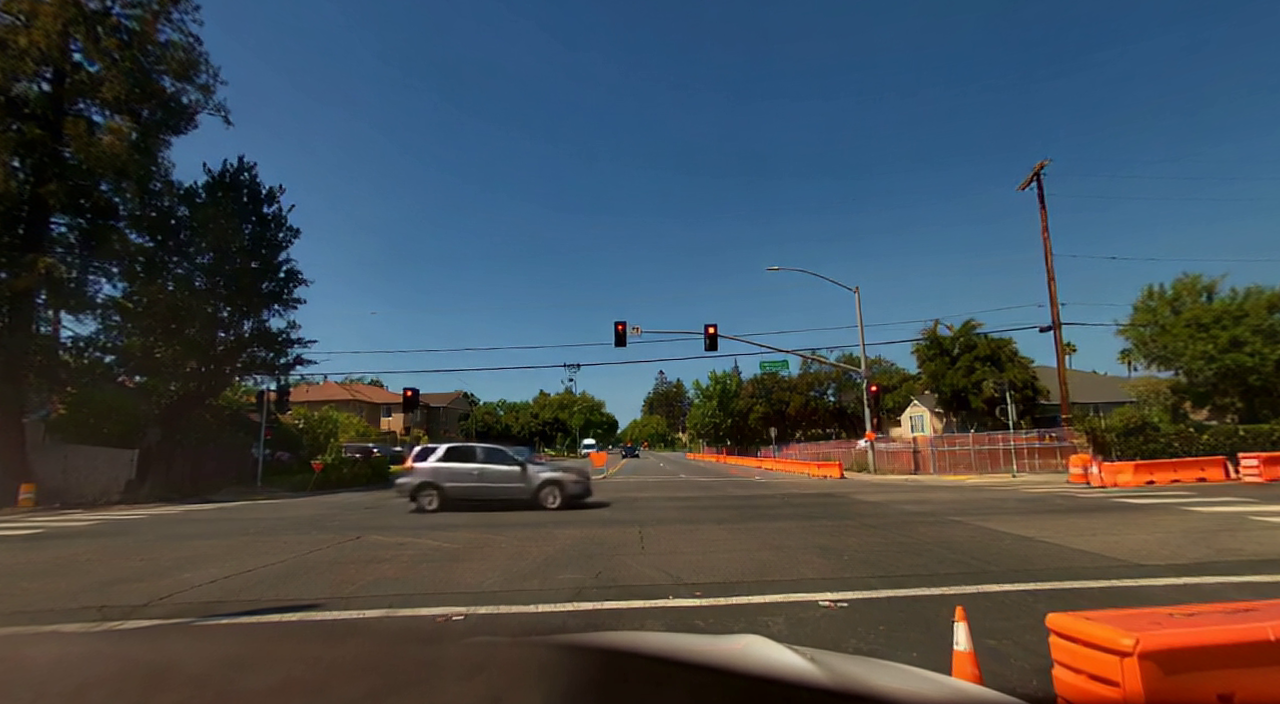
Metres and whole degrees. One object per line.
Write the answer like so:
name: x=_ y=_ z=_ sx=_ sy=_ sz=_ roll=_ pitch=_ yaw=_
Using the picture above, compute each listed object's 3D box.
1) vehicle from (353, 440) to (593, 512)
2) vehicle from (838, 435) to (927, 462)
vehicle: x=-3.575 y=2.758 z=14.325 sx=4.860 sy=1.483 sz=2.077 roll=0 pitch=-8 yaw=0
vehicle: x=15.394 y=6.179 z=40.323 sx=4.892 sy=1.656 sz=1.856 roll=0 pitch=-8 yaw=0
